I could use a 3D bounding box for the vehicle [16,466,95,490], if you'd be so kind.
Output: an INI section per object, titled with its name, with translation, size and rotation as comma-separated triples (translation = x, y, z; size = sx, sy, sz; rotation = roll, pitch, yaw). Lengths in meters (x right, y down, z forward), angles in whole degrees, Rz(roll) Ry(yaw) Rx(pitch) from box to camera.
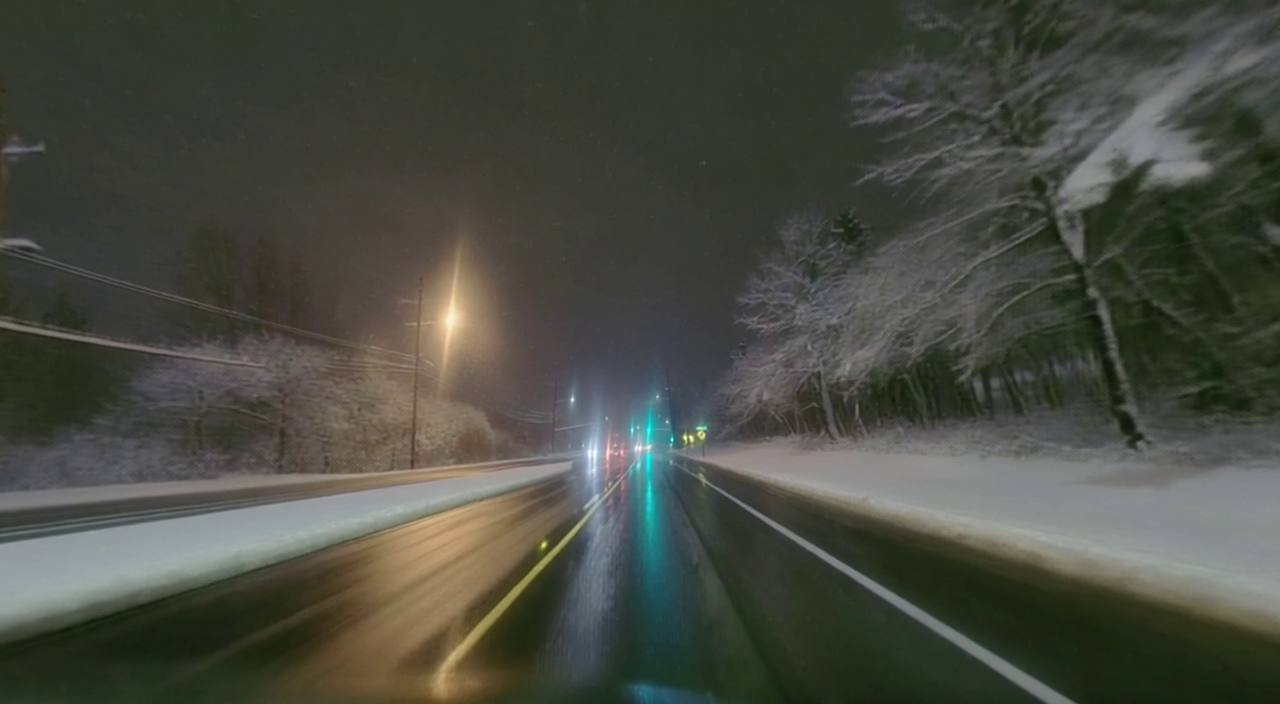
[vehicle]
translation = -42.846, 9.241, 46.310
size = 1.724, 1.514, 3.874
rotation = -1, -9, 8
